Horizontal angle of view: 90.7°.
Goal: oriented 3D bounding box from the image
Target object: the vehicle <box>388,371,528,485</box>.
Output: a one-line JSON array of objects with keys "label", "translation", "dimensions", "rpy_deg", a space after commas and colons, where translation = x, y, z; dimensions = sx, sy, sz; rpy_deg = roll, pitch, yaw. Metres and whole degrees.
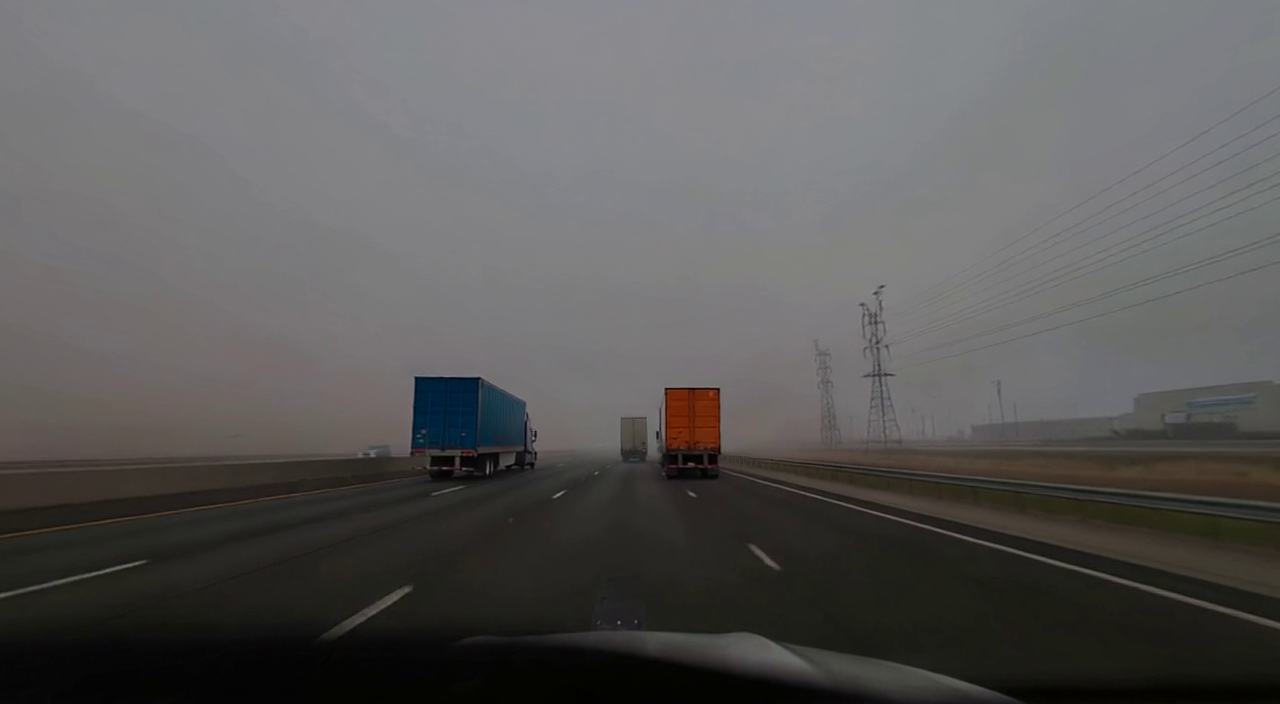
[{"label": "vehicle", "translation": [-7.352, 3.479, 27.771], "dimensions": [2.937, 3.981, 11.119], "rpy_deg": [0, -9, 0]}]
